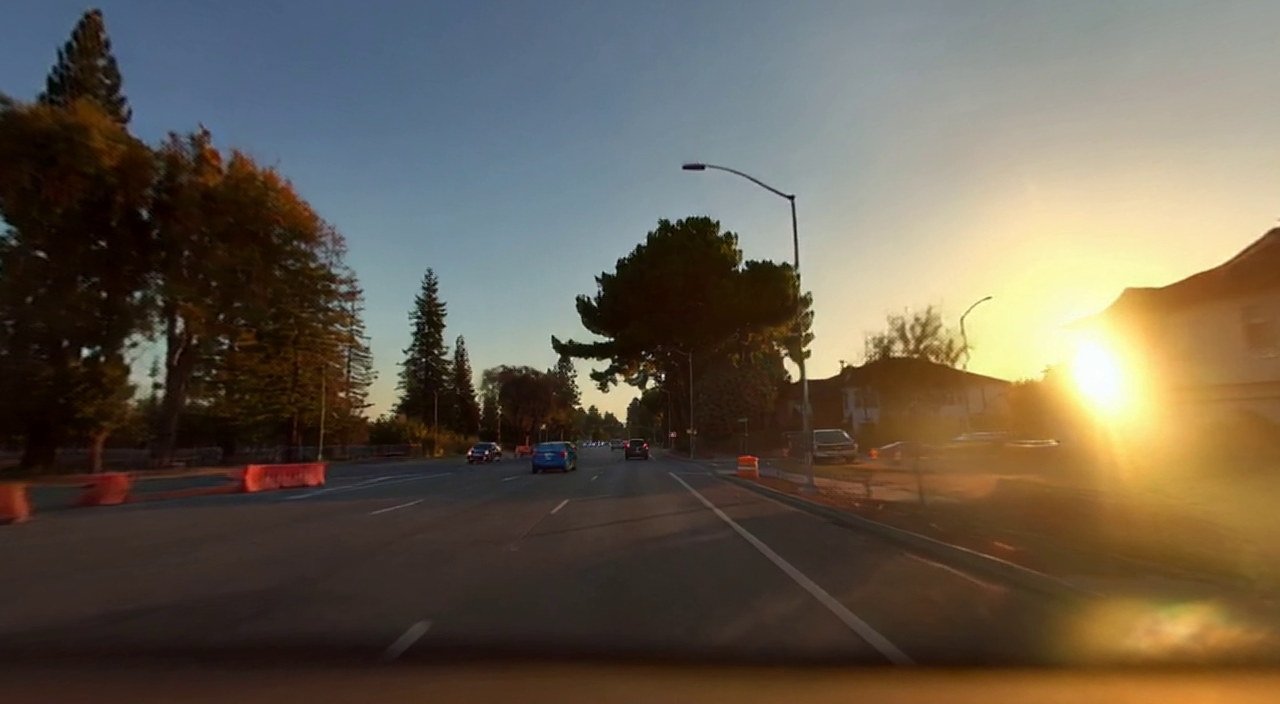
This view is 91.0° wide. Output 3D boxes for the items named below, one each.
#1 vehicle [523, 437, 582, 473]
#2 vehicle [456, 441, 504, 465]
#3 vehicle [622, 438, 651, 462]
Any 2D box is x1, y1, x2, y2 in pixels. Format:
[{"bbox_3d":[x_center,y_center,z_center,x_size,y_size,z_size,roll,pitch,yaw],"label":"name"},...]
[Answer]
[{"bbox_3d":[-4.391,5.241,32.253,2.198,1.663,4.519,0,-8,2],"label":"vehicle"},{"bbox_3d":[-10.698,6.786,42.504,2.009,1.541,4.753,0,-9,-1],"label":"vehicle"},{"bbox_3d":[-0.278,7.601,48.870,2.135,1.711,4.124,0,-9,0],"label":"vehicle"}]
